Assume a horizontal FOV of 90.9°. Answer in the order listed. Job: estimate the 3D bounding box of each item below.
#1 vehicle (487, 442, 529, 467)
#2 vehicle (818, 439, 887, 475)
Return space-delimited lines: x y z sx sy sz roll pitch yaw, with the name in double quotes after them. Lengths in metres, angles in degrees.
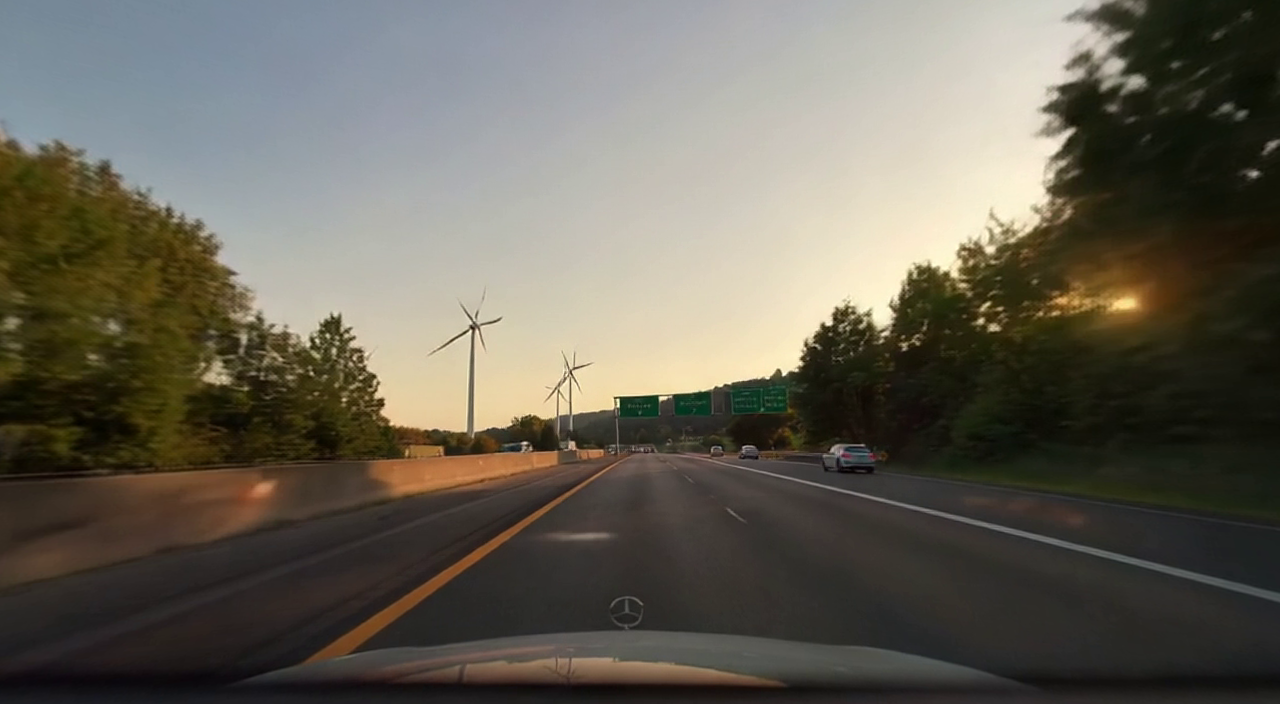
-9.254 7.239 44.353 1.848 1.641 4.321 0 -9 2 "vehicle"
10.513 5.243 31.617 1.897 1.669 4.825 0 -9 1 "vehicle"
